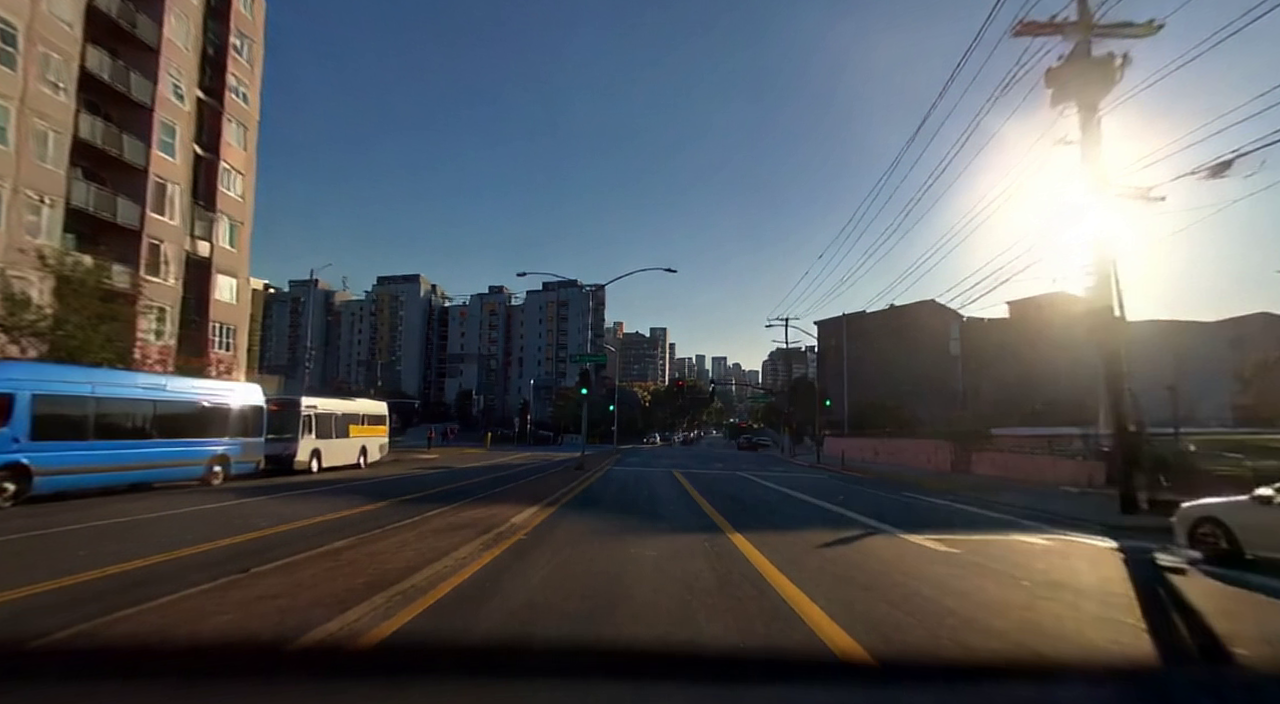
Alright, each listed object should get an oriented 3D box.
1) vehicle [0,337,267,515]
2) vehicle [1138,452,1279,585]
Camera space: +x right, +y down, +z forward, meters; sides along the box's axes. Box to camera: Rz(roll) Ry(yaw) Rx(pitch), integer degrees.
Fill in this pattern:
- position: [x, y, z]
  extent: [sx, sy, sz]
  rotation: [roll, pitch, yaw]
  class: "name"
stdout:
- position: [-13.549, 1.886, 15.130]
  extent: [3.060, 3.307, 9.997]
  rotation: [0, -9, 0]
  class: "vehicle"
- position: [8.248, 1.858, 6.859]
  extent: [1.914, 1.473, 4.507]
  rotation: [0, -9, -1]
  class: "vehicle"
